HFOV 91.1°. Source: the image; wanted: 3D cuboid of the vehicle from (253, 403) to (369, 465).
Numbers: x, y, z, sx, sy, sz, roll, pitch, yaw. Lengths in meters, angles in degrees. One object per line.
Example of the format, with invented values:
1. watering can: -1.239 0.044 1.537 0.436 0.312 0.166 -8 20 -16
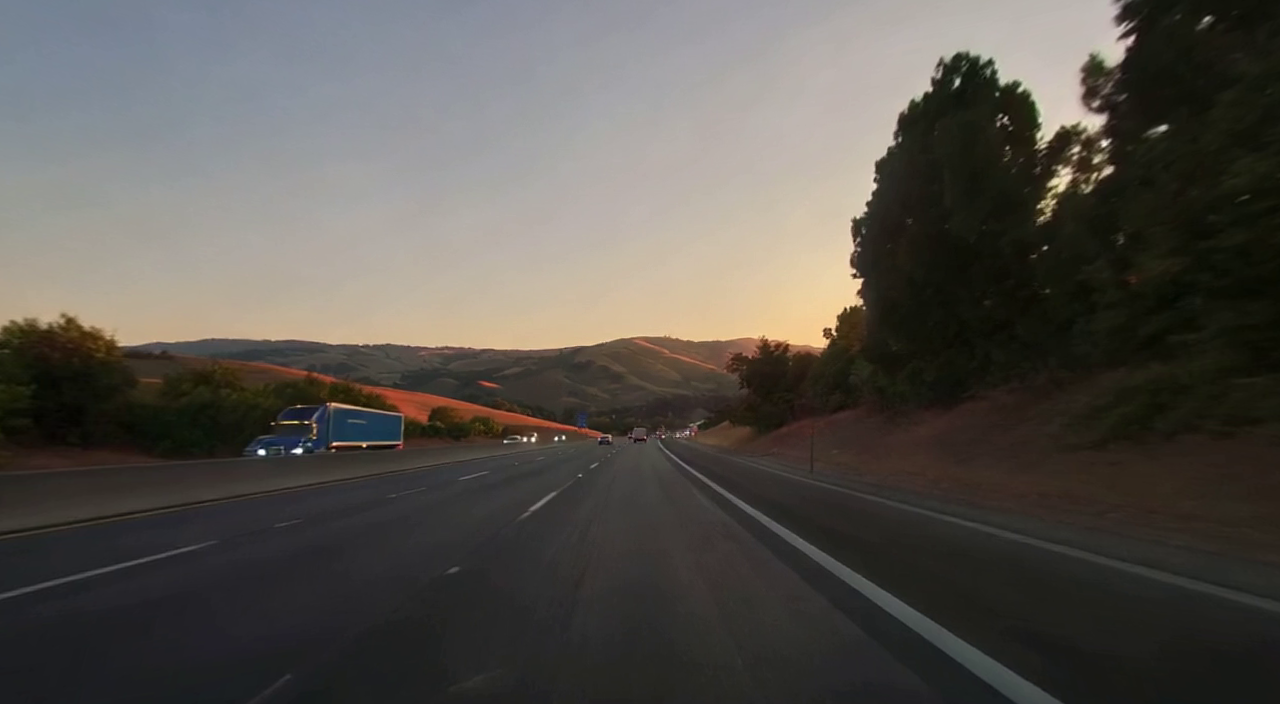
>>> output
1. vehicle: -23.486 5.989 45.795 3.030 3.937 10.121 0 -8 -1
